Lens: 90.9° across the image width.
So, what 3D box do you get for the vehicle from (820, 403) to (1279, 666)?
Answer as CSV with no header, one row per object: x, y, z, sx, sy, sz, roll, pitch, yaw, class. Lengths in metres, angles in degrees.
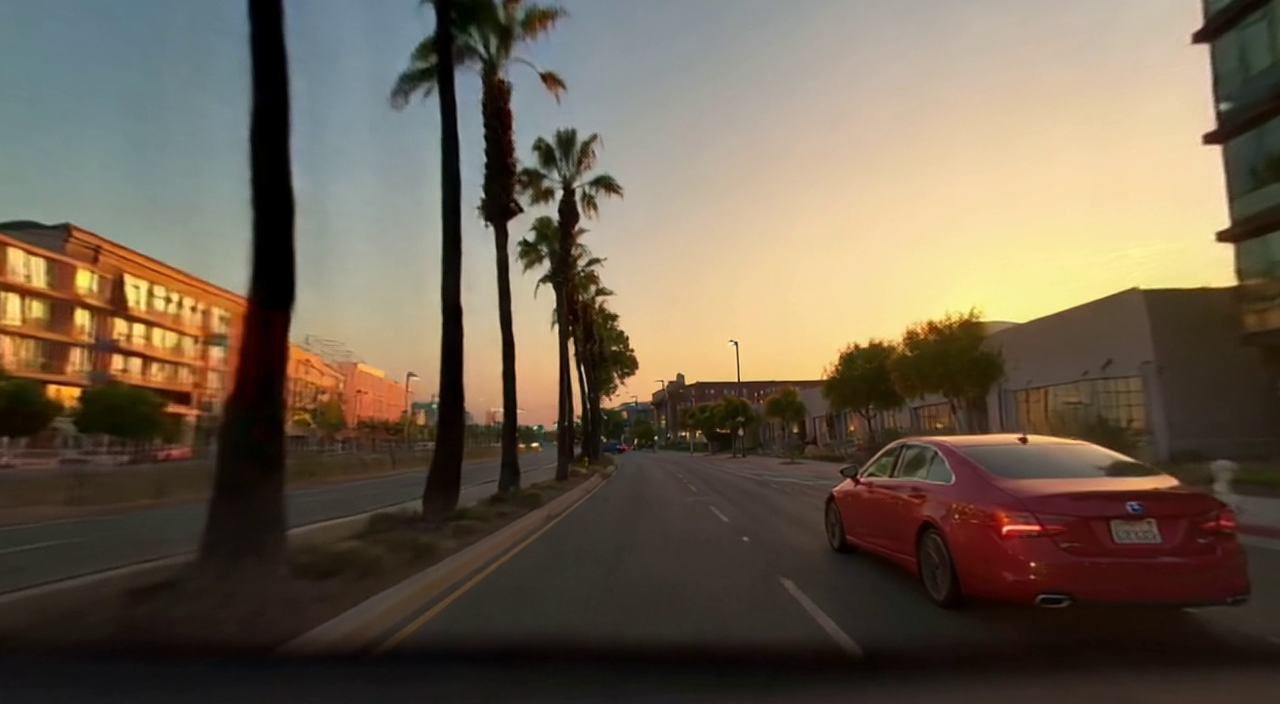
3.303,1.394,5.990,1.867,1.554,4.301,0,-8,-1,vehicle
